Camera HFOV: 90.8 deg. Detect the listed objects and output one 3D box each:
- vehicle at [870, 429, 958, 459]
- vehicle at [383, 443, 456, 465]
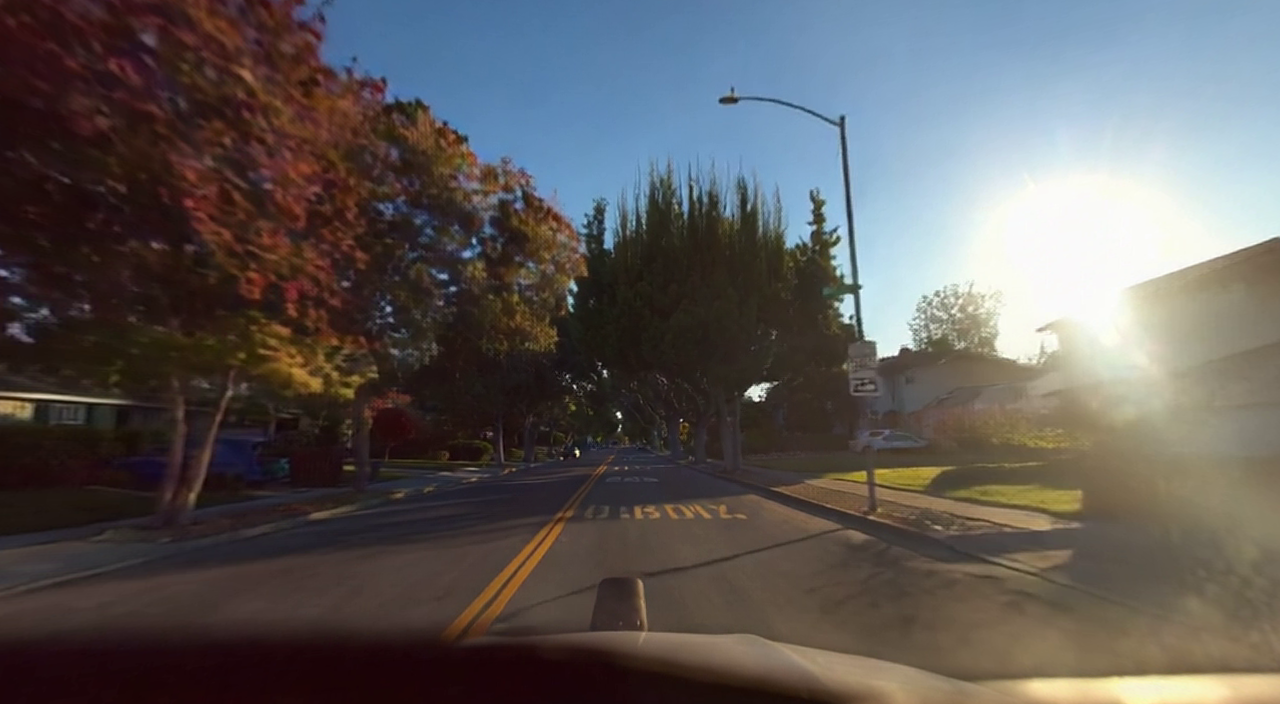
[{"bbox_3d":[15.993,5.383,37.006,4.198,1.697,1.984,1,-9,-5],"label":"vehicle"},{"bbox_3d":[-15.264,7.108,43.918,4.388,1.449,1.882,0,-9,-2],"label":"vehicle"}]
